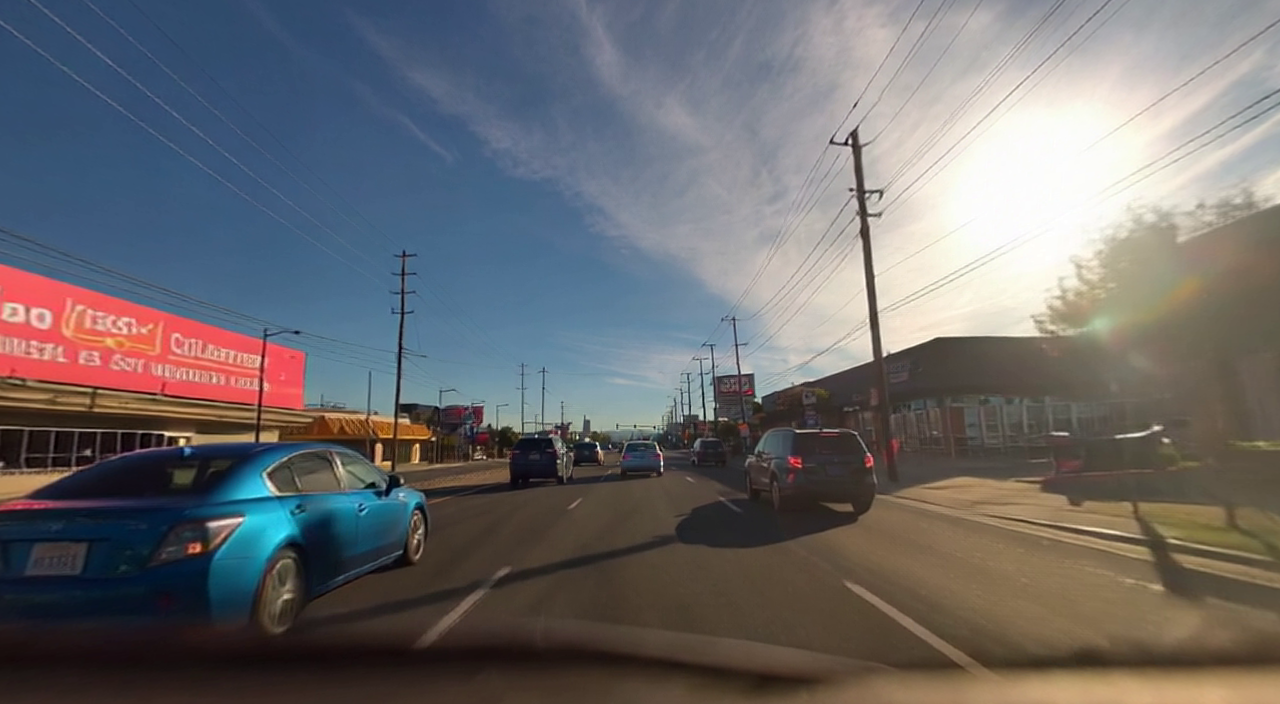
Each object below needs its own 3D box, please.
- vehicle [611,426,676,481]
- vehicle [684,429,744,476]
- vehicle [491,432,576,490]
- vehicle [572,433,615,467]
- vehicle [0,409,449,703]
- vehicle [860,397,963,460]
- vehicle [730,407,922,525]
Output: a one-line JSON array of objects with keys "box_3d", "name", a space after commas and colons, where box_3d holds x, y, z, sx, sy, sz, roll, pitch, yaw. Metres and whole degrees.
[{"box_3d": [0.088, 3.955, 24.801, 2.326, 1.925, 4.253, 0, -8, -1], "name": "vehicle"}, {"box_3d": [3.148, 4.401, 27.814, 2.026, 1.904, 4.102, 0, -8, -2], "name": "vehicle"}, {"box_3d": [-3.310, 3.483, 20.481, 2.051, 1.671, 3.861, 0, -8, 0], "name": "vehicle"}, {"box_3d": [-2.936, 6.365, 41.295, 2.405, 2.009, 5.909, 0, -8, 0], "name": "vehicle"}, {"box_3d": [-3.277, 1.348, 5.208, 2.022, 1.498, 4.471, 0, -8, 0], "name": "vehicle"}, {"box_3d": [12.519, 3.661, 29.651, 2.477, 2.665, 5.203, 0, -8, 0], "name": "vehicle"}, {"box_3d": [3.380, 2.211, 12.791, 2.282, 1.897, 4.915, 0, -8, -1], "name": "vehicle"}]
